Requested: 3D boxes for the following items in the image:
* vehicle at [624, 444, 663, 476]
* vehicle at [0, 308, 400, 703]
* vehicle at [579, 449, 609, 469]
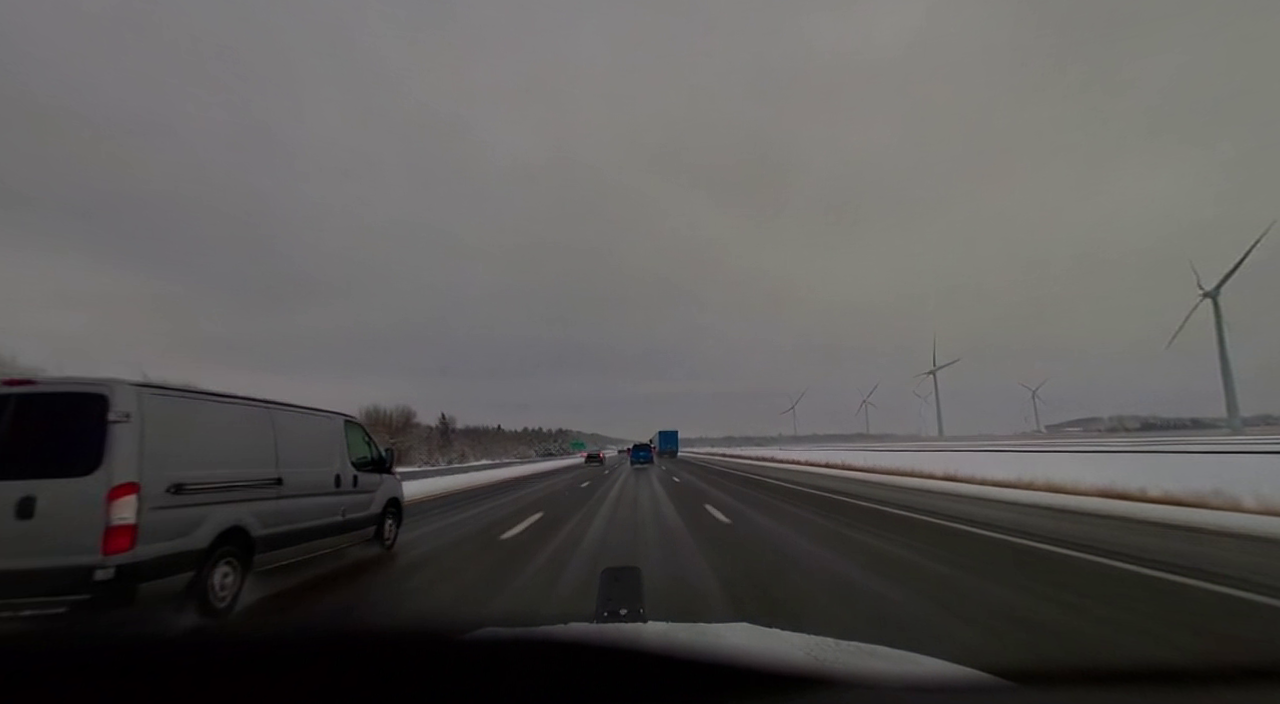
[{"bbox_3d":[0.192,6.165,36.237,2.083,1.689,4.083,0,-9,0],"label":"vehicle"},{"bbox_3d":[-4.010,1.137,5.118,2.238,1.984,4.650,0,-9,0],"label":"vehicle"},{"bbox_3d":[-3.569,8.407,49.550,1.984,1.491,4.341,0,-9,0],"label":"vehicle"}]
